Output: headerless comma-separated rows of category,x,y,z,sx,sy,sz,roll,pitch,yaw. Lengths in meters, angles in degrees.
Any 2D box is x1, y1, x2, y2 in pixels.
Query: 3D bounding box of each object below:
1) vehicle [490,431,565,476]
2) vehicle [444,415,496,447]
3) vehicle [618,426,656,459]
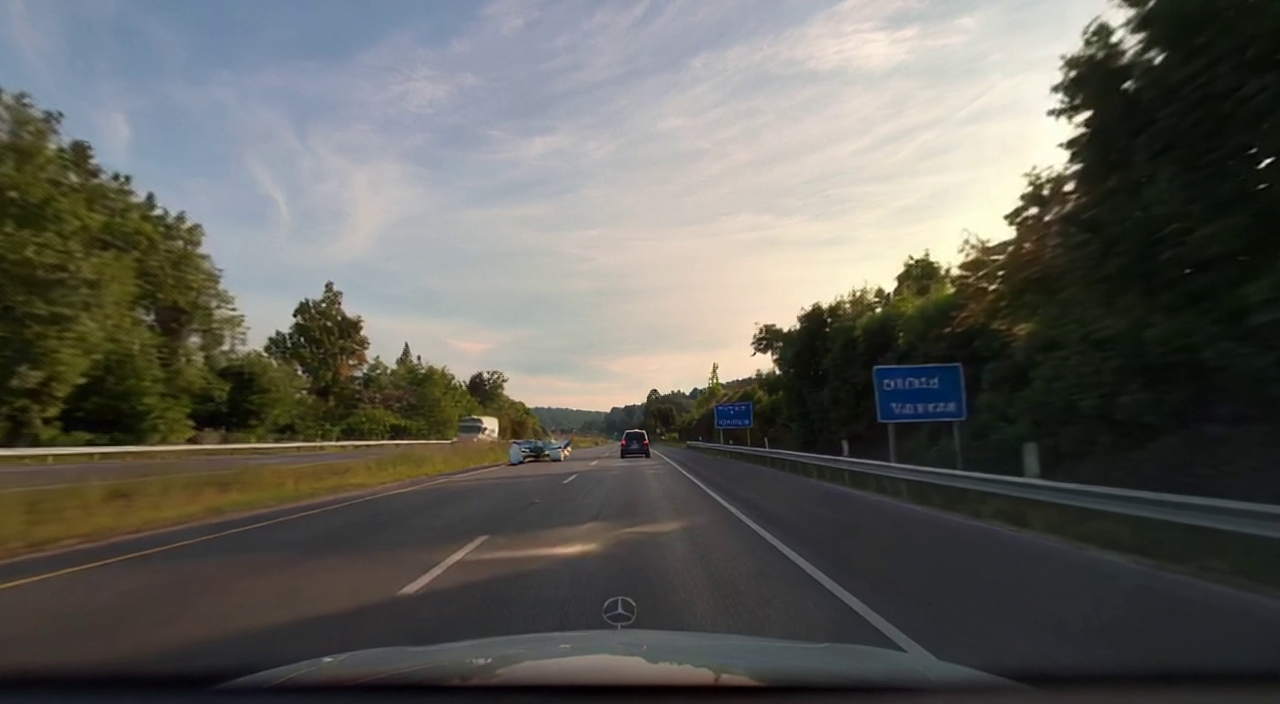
vehicle,-4.160,3.813,23.960,2.062,1.567,4.117,0,-8,0
vehicle,-13.259,6.248,49.530,2.474,2.352,5.794,0,-8,0
vehicle,-0.215,5.646,39.401,2.223,1.957,4.416,0,-8,-1
